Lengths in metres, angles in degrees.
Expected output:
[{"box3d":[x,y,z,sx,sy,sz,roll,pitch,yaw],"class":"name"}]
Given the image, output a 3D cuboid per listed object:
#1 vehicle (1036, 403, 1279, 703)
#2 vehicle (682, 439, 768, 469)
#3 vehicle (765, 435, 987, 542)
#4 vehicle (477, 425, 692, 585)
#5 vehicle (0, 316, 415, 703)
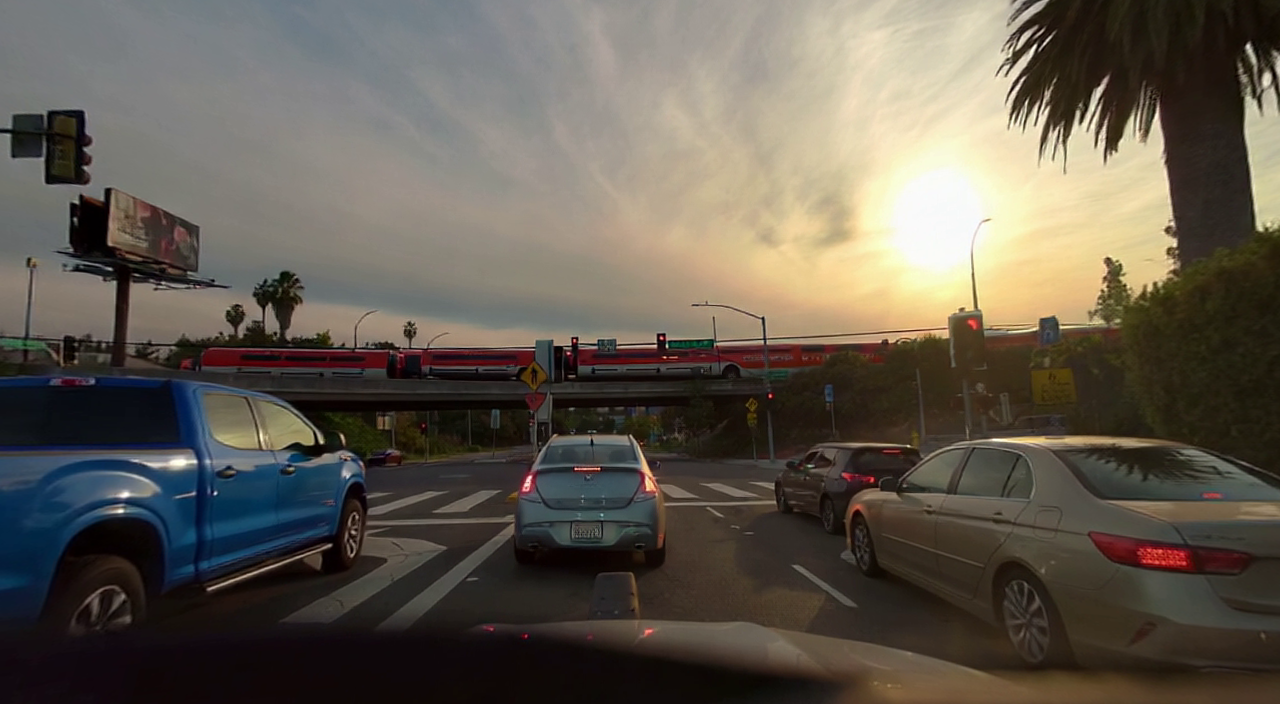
[{"box3d":[3.890,0.890,2.195,2.052,1.496,4.541,0,-9,0],"class":"vehicle"},{"box3d":[4.213,5.137,31.976,1.878,1.428,4.416,5,-10,-32],"class":"vehicle"},{"box3d":[3.700,2.211,10.967,1.965,1.448,4.486,0,-9,-2],"class":"vehicle"},{"box3d":[-0.632,1.758,8.114,2.035,1.491,4.090,0,-9,-3],"class":"vehicle"},{"box3d":[-3.823,1.141,5.098,2.078,1.838,5.448,0,-9,-1],"class":"vehicle"}]
